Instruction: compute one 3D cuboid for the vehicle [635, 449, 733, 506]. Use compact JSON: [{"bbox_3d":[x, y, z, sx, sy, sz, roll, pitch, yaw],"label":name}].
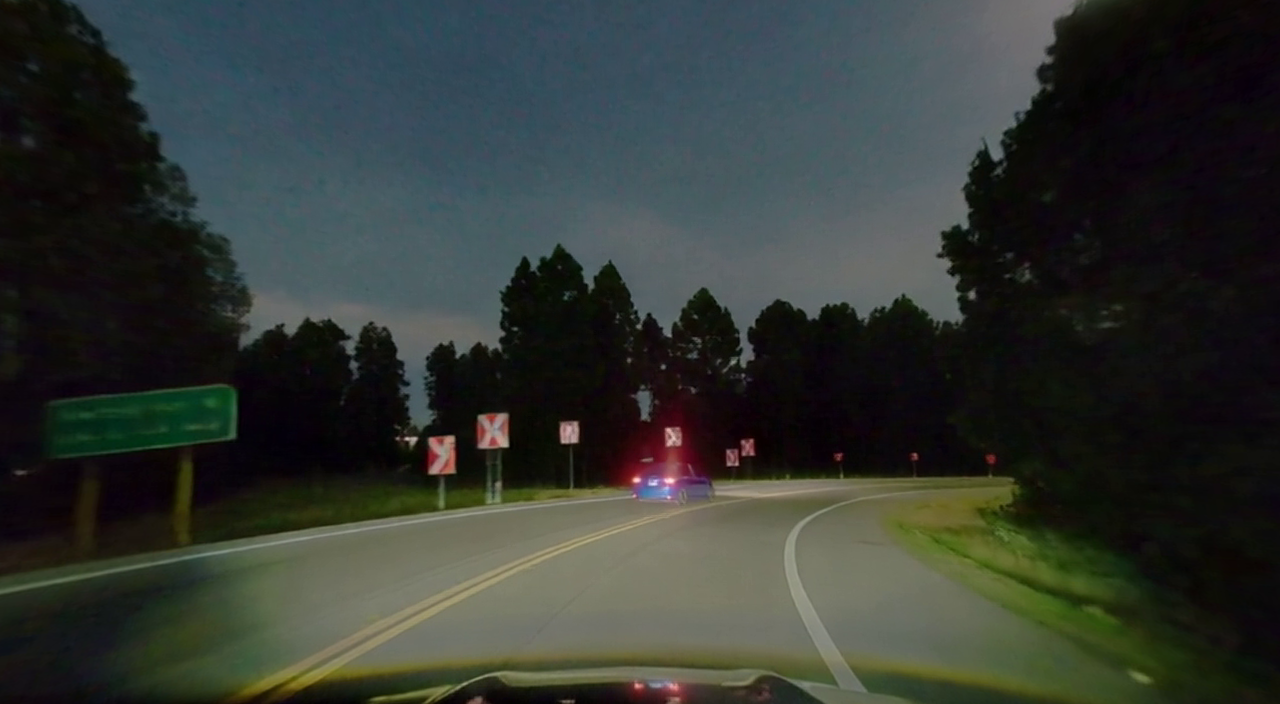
[{"bbox_3d":[1.626,4.243,21.587,1.997,1.692,4.422,-4,-11,23],"label":"vehicle"}]
